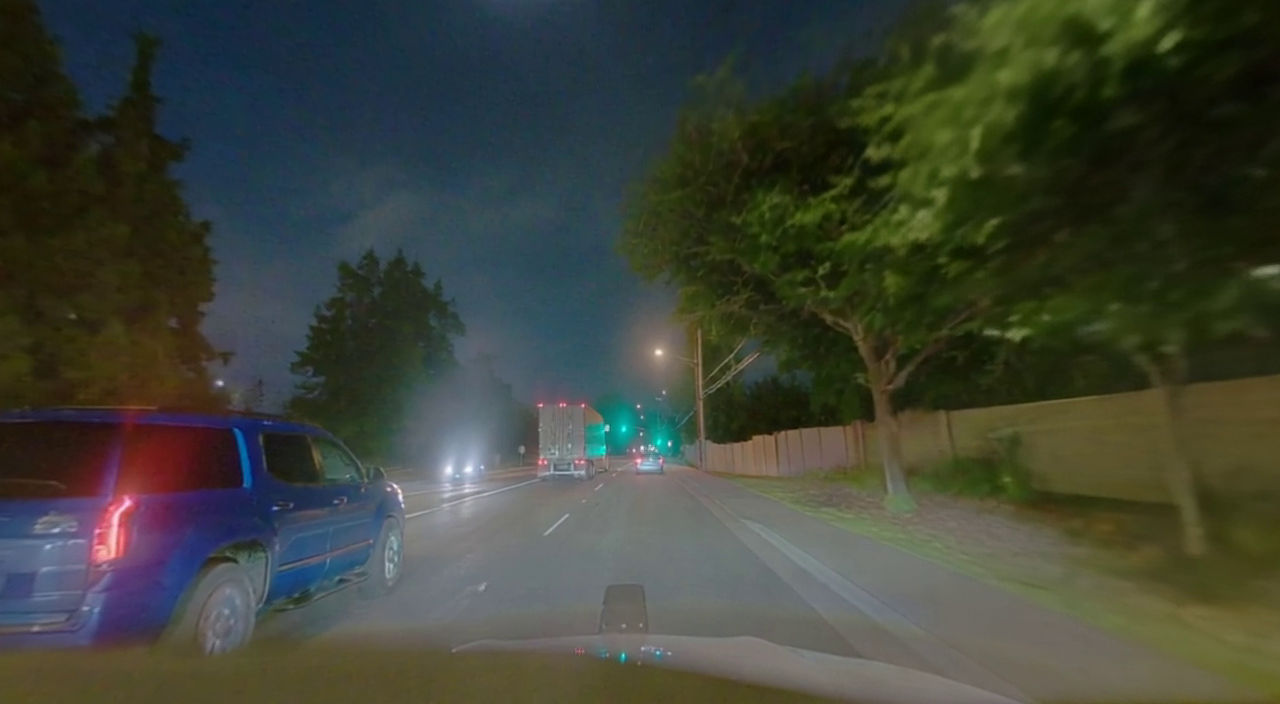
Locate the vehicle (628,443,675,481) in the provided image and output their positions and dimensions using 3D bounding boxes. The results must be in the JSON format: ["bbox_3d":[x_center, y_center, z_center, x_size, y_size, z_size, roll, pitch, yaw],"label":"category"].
[{"bbox_3d":[0.570,5.456,31.359,2.174,1.749,4.113,0,-9,1],"label":"vehicle"}]

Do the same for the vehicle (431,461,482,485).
[{"bbox_3d":[-12.880,8.503,44.444,1.959,1.502,4.647,0,-9,3],"label":"vehicle"}]

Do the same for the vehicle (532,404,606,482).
[{"bbox_3d":[-3.566,4.992,34.280,2.928,3.658,8.980,0,-9,0],"label":"vehicle"}]

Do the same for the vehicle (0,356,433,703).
[{"bbox_3d":[-3.509,1.275,5.039,2.093,1.832,4.508,0,-9,1],"label":"vehicle"}]
